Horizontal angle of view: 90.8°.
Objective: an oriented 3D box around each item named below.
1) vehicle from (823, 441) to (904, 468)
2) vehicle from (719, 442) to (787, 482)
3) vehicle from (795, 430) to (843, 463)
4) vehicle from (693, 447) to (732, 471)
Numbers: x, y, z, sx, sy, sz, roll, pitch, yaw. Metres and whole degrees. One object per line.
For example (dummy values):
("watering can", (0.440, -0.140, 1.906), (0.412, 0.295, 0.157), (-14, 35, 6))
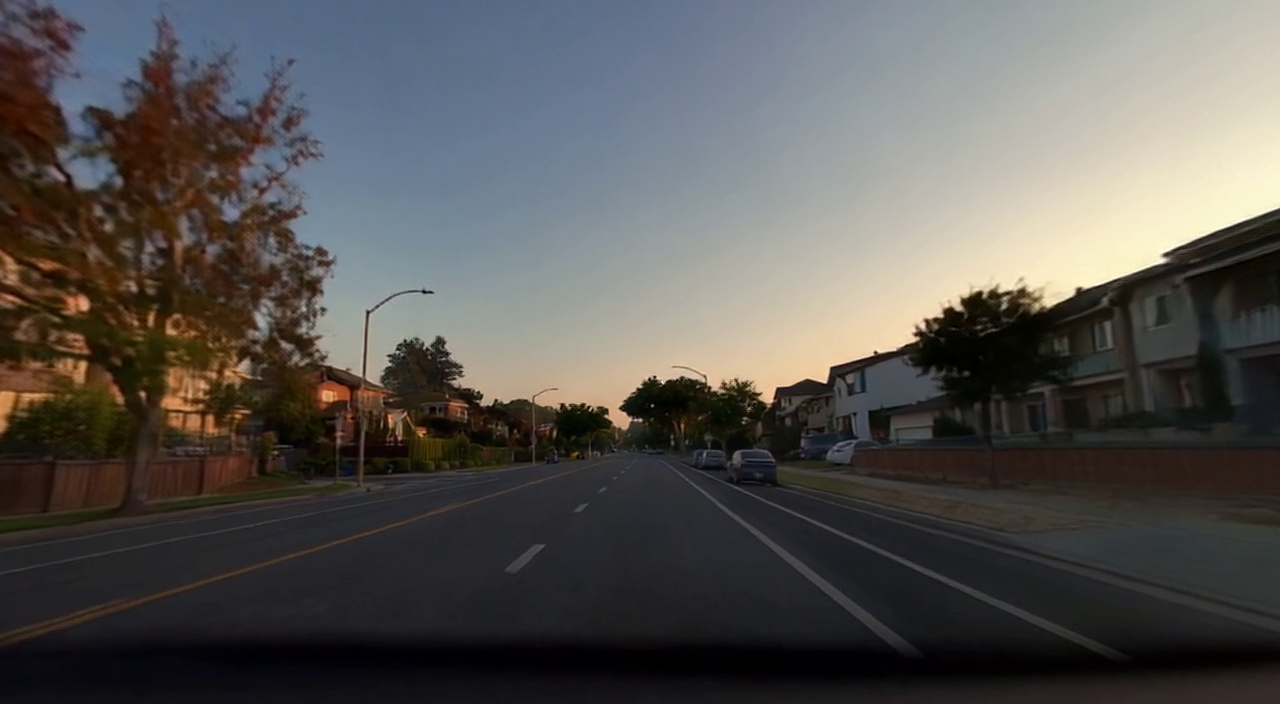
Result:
("vehicle", (13.207, 6.067, 37.520), (4.132, 1.535, 1.923), (0, -7, 2))
("vehicle", (4.817, 4.781, 27.596), (1.971, 1.558, 4.895), (0, -9, -1))
("vehicle", (12.699, 6.644, 44.561), (2.330, 2.123, 6.314), (-3, -9, 23))
("vehicle", (4.883, 7.266, 43.314), (1.938, 1.464, 4.390), (-1, -8, -3))
